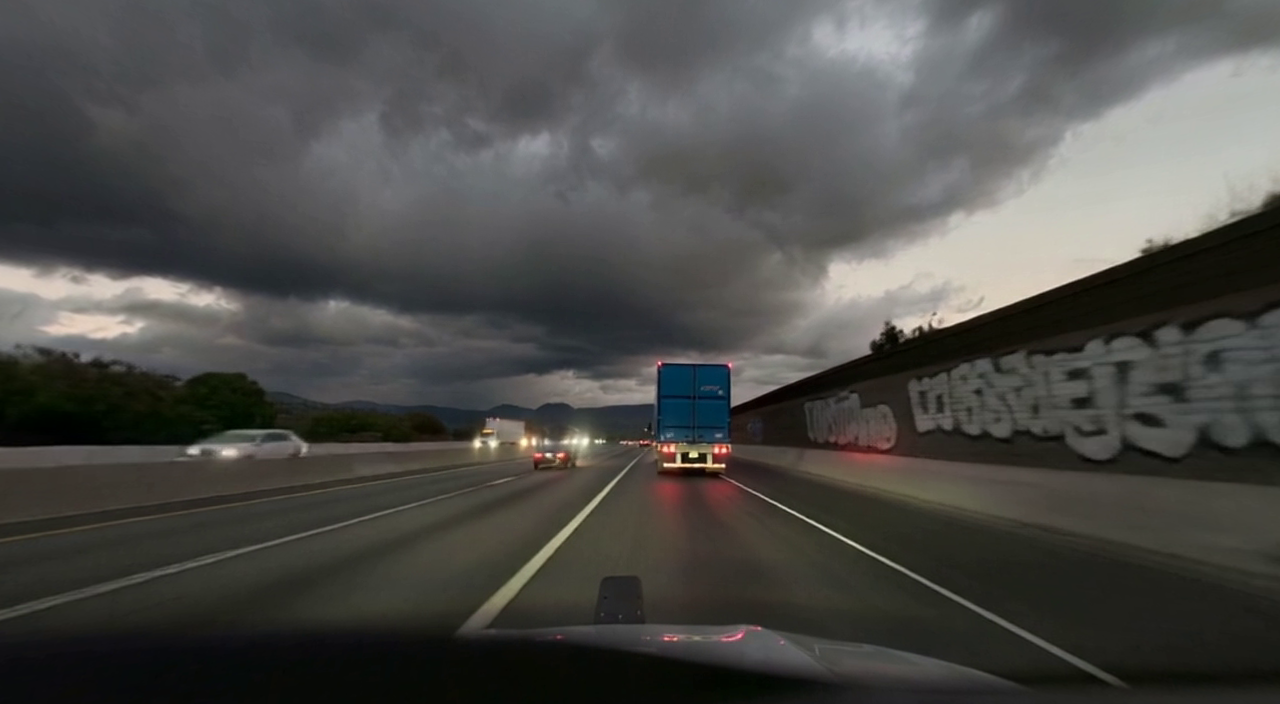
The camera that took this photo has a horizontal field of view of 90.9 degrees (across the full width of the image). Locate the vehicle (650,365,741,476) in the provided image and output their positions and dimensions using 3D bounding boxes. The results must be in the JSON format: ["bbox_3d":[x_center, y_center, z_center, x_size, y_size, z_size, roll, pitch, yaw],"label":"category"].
[{"bbox_3d":[1.967,3.035,26.819,2.921,3.765,10.773,0,-8,0],"label":"vehicle"}]

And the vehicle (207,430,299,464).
[{"bbox_3d":[-17.382,4.264,28.513,1.751,1.411,3.738,0,-8,0],"label":"vehicle"}]

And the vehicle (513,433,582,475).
[{"bbox_3d":[-3.668,4.111,25.797,1.982,1.535,4.519,0,-8,2],"label":"vehicle"}]

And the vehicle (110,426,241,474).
[{"bbox_3d":[-13.839,2.915,19.021,1.451,1.315,3.210,0,-8,1],"label":"vehicle"}]
